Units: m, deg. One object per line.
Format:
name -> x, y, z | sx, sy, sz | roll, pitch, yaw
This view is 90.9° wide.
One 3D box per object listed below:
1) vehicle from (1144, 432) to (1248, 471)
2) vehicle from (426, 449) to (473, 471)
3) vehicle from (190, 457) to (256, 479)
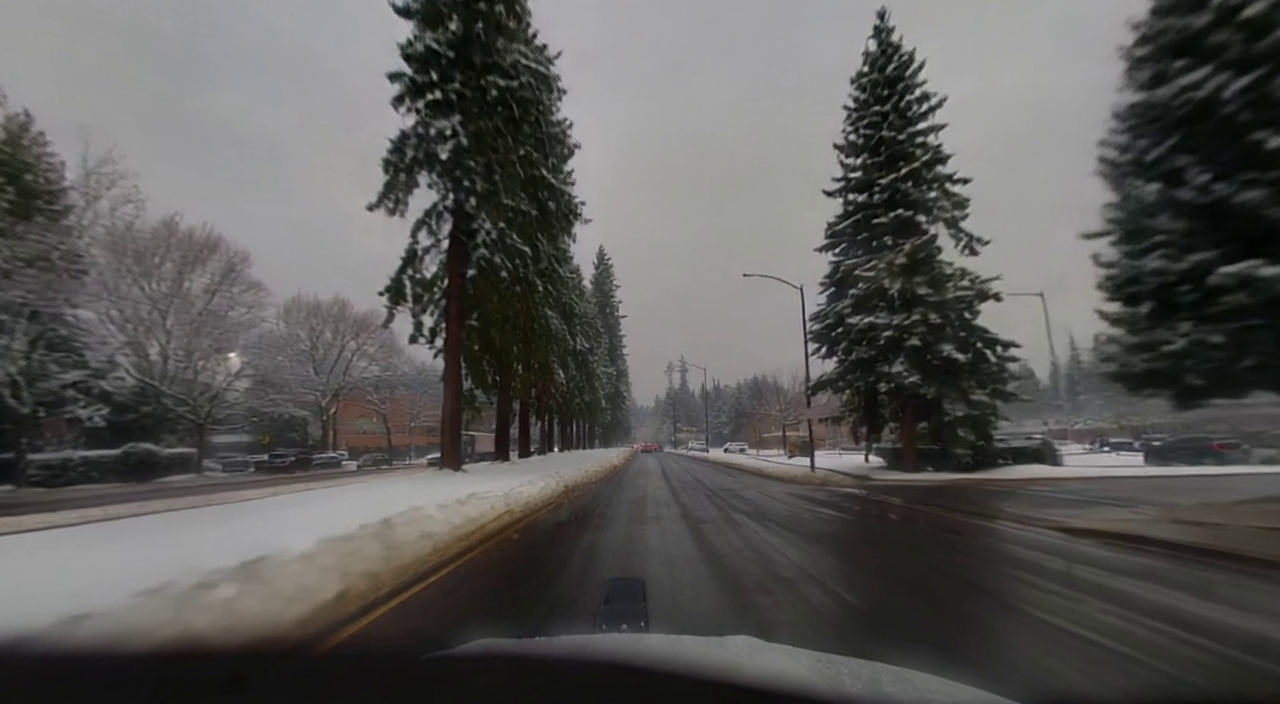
vehicle -> 25.374, 4.508, 28.997 | 1.823, 1.466, 4.676 | -7, -8, 19
vehicle -> -13.549, 7.708, 45.169 | 1.914, 1.496, 4.742 | 0, -9, 0
vehicle -> -32.338, 8.991, 48.943 | 4.001, 1.415, 1.693 | -3, -8, -1
